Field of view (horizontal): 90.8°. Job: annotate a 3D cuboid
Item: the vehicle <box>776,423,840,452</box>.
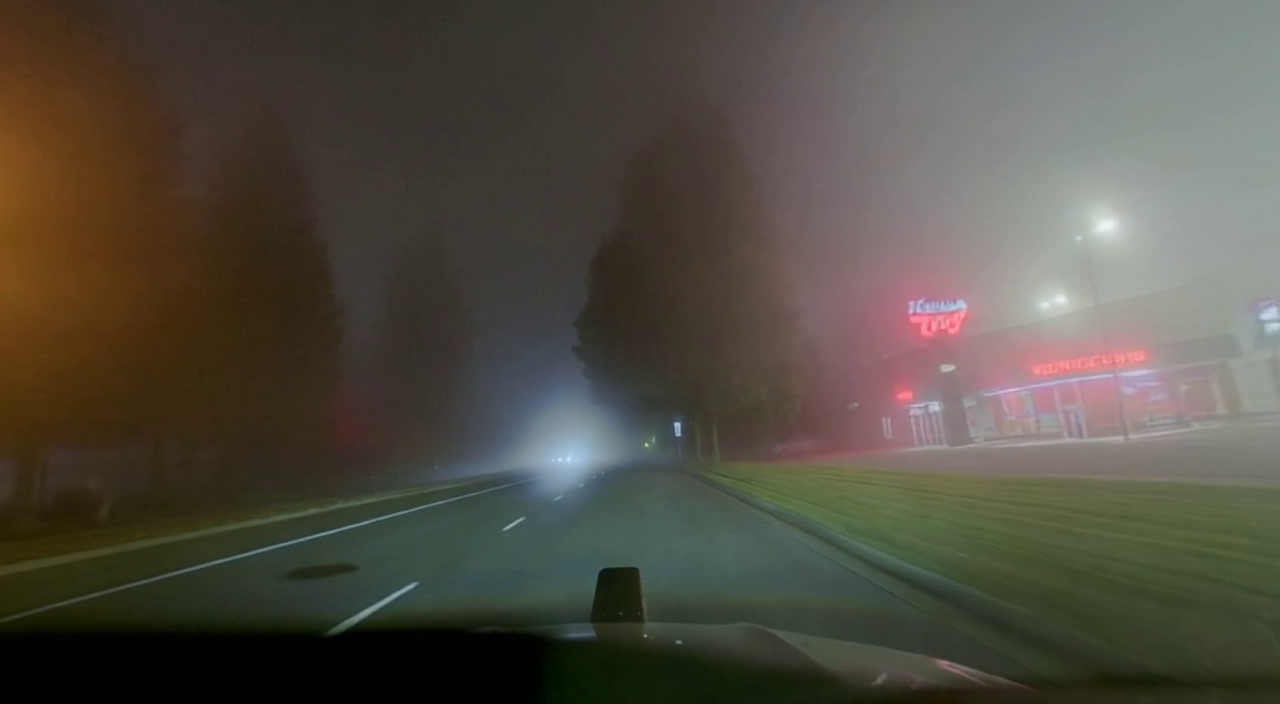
[{"bbox_3d":[12.738,6.572,48.251,1.939,1.753,4.974,2,-12,-23],"label":"vehicle"}]
